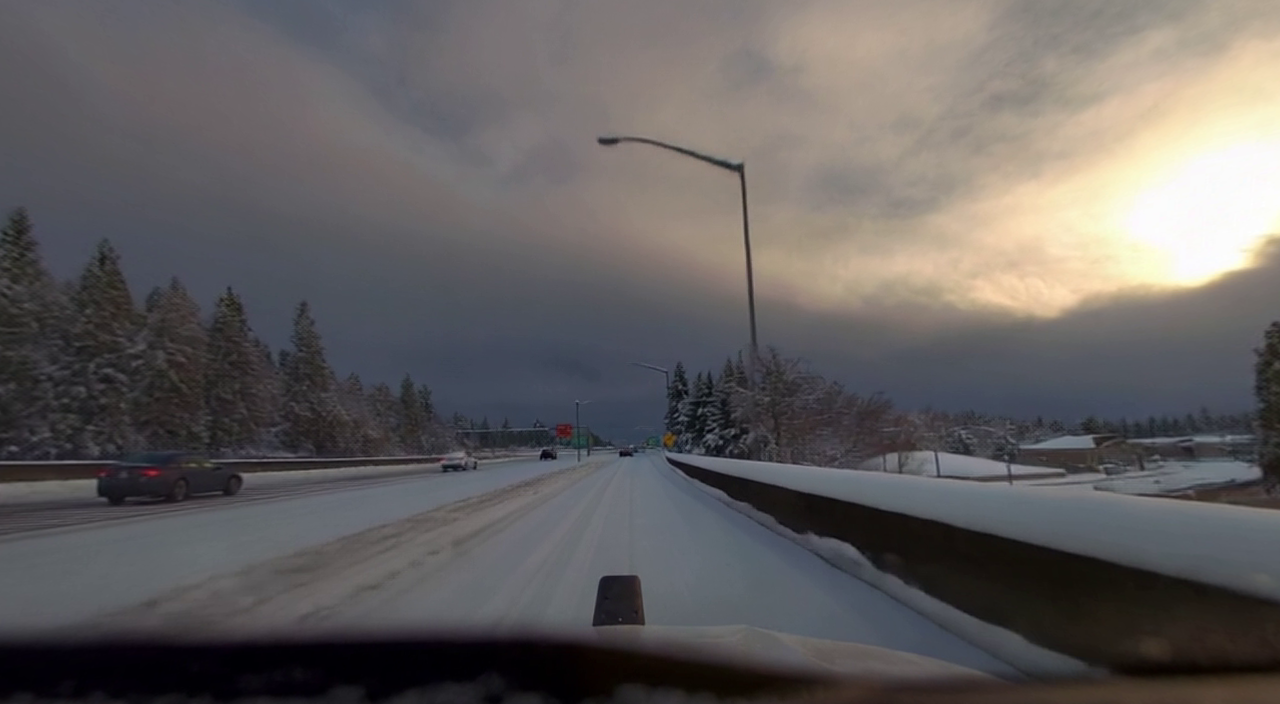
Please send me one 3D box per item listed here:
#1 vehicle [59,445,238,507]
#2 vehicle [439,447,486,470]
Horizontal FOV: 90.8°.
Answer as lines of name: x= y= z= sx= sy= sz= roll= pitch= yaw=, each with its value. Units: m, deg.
vehicle: x=-13.956 y=3.495 z=18.371 sx=1.829 sy=1.520 sz=4.505 roll=0 pitch=-8 yaw=-4
vehicle: x=-12.508 y=7.511 z=44.741 sx=2.271 sy=1.537 sz=4.029 roll=0 pitch=-8 yaw=-3
